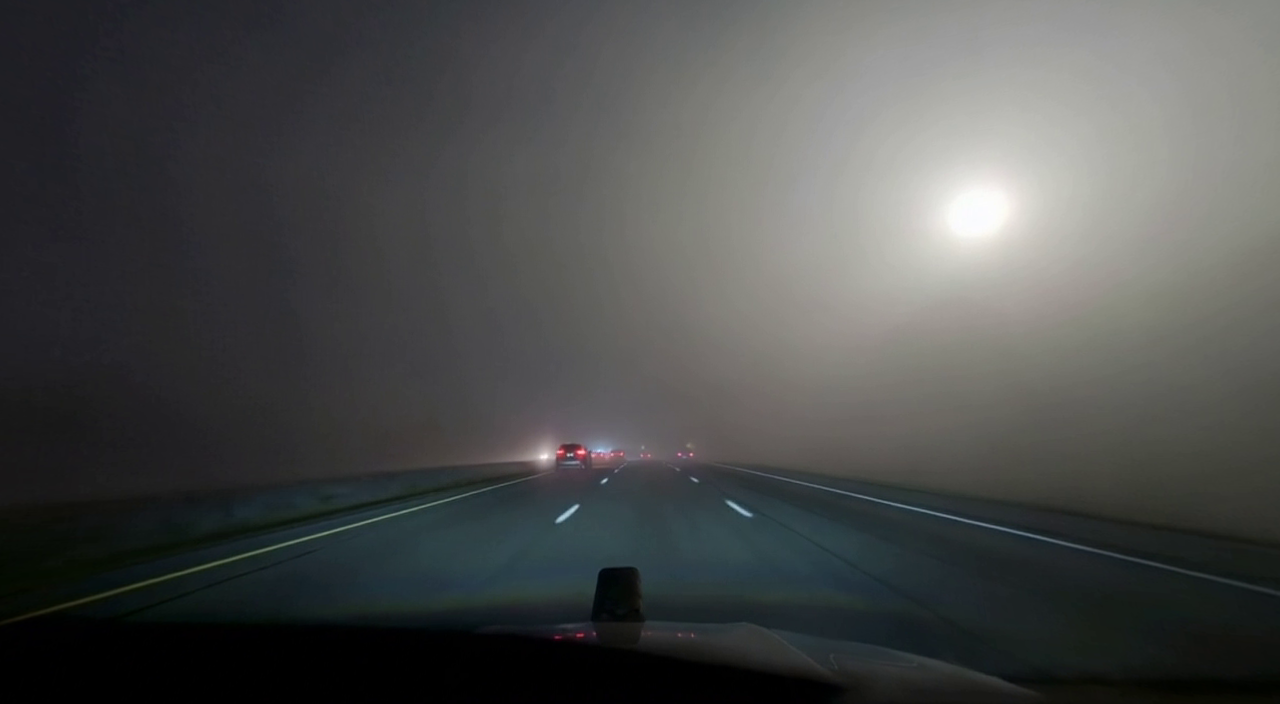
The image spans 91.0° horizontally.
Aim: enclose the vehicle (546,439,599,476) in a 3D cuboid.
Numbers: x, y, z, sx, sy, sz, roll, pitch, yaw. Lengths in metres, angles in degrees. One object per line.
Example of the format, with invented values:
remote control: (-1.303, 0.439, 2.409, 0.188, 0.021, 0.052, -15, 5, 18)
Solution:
vehicle: (-3.277, 5.218, 31.413, 2.070, 1.707, 4.309, 0, -9, 1)
